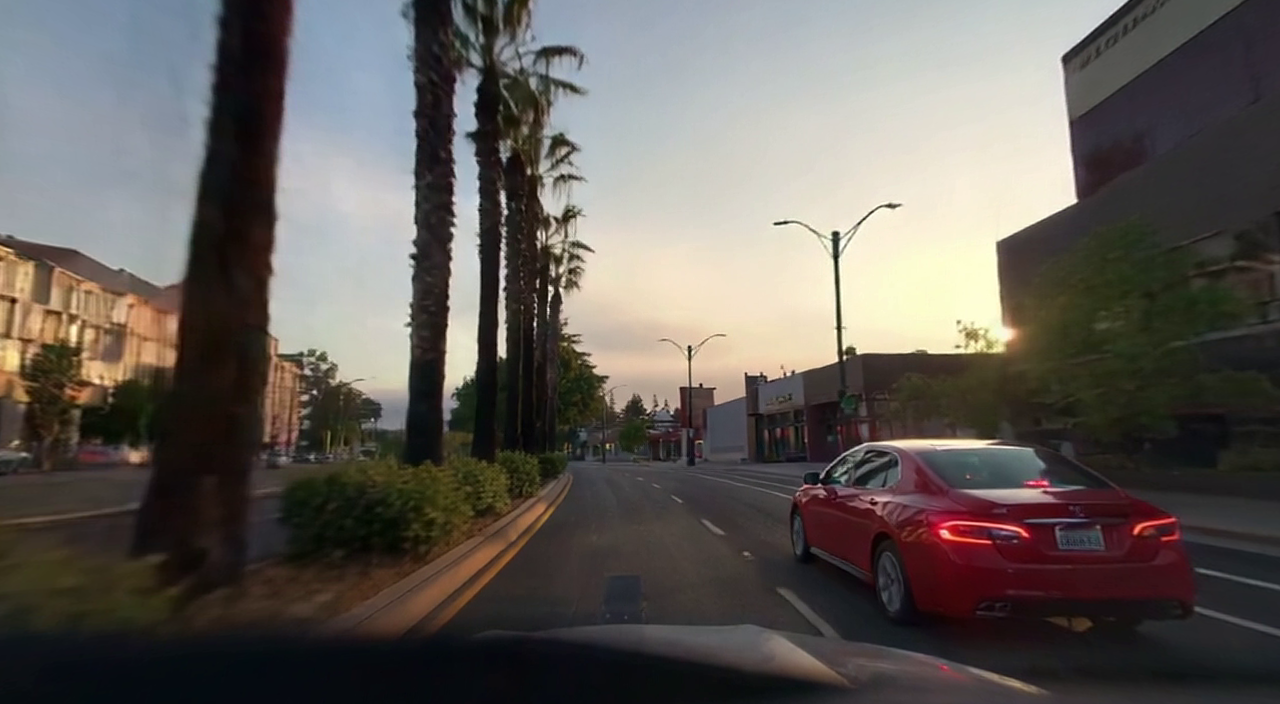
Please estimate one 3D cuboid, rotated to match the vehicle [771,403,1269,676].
[{"bbox_3d":[2.674,1.413,5.887,1.867,1.554,4.301,0,-9,-1],"label":"vehicle"}]
